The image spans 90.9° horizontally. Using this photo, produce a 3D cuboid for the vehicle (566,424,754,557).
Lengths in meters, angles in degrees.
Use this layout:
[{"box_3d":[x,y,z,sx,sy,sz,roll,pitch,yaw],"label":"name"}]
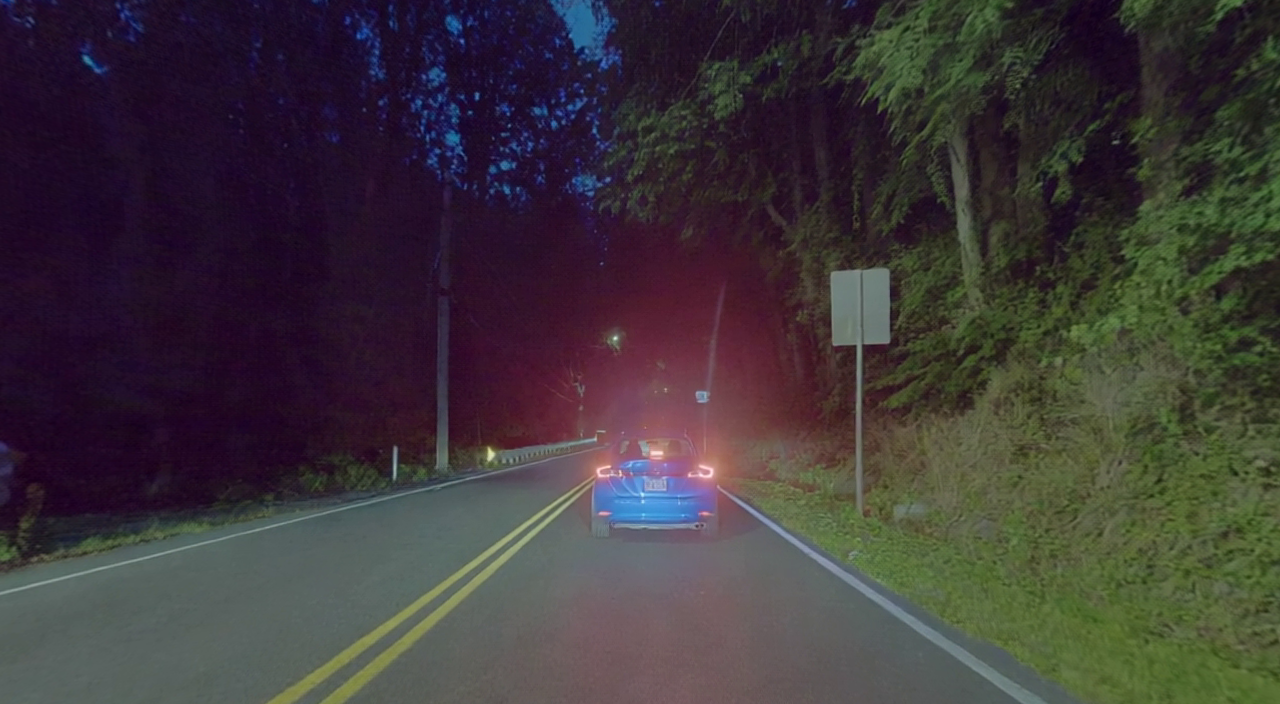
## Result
[{"box_3d":[0.259,1.896,9.282,2.187,1.533,3.726,0,-8,1],"label":"vehicle"}]
